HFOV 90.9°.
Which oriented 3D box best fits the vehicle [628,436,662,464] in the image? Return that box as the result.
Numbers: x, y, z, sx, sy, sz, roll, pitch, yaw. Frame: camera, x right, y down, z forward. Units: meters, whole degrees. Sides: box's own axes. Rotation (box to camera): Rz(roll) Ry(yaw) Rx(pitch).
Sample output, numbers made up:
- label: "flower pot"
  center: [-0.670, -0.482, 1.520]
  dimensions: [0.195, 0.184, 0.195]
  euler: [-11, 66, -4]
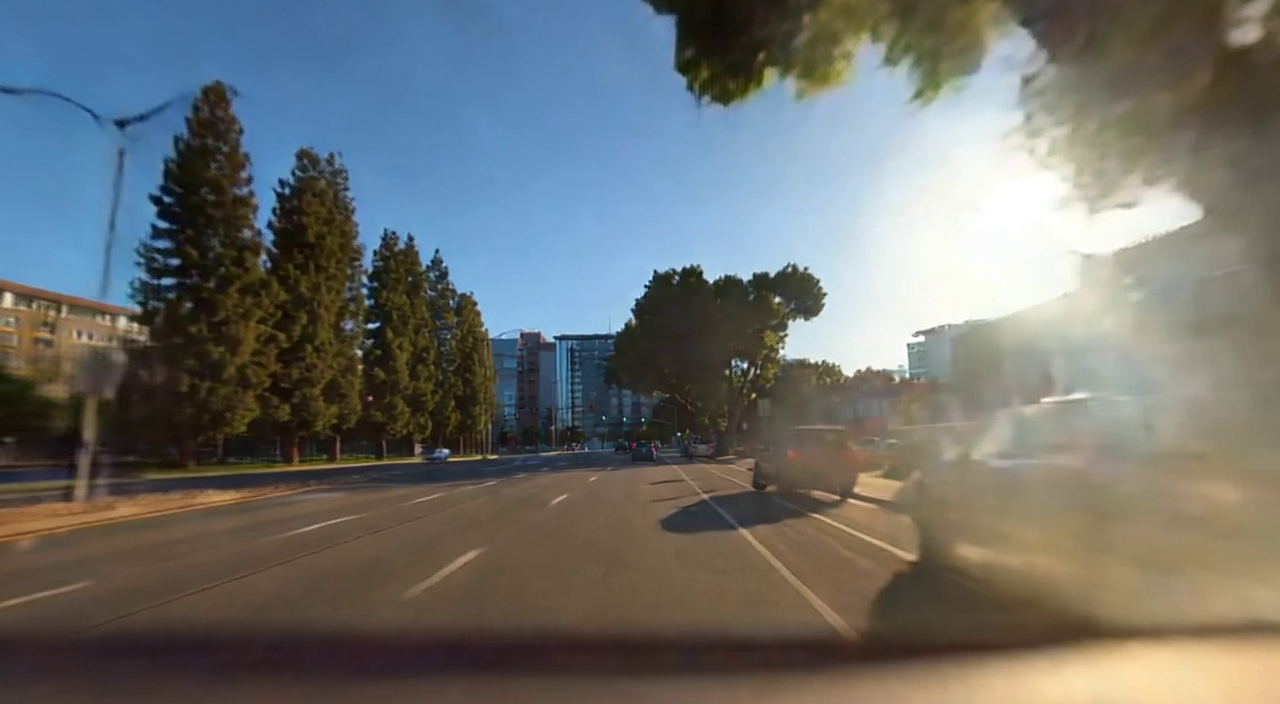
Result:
- label: "vehicle"
  center: [0.335, 6.618, 42.663]
  dimensions: [2.169, 1.751, 4.276]
  euler: [0, -8, 1]

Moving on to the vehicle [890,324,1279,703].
- label: "vehicle"
  center: [4.206, 1.136, 5.301]
  dimensions: [2.298, 1.903, 4.655]
  euler: [0, -8, 1]

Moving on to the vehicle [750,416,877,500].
- label: "vehicle"
  center: [4.191, 2.644, 16.028]
  dimensions: [2.109, 1.838, 4.204]
  euler: [0, -8, 2]
